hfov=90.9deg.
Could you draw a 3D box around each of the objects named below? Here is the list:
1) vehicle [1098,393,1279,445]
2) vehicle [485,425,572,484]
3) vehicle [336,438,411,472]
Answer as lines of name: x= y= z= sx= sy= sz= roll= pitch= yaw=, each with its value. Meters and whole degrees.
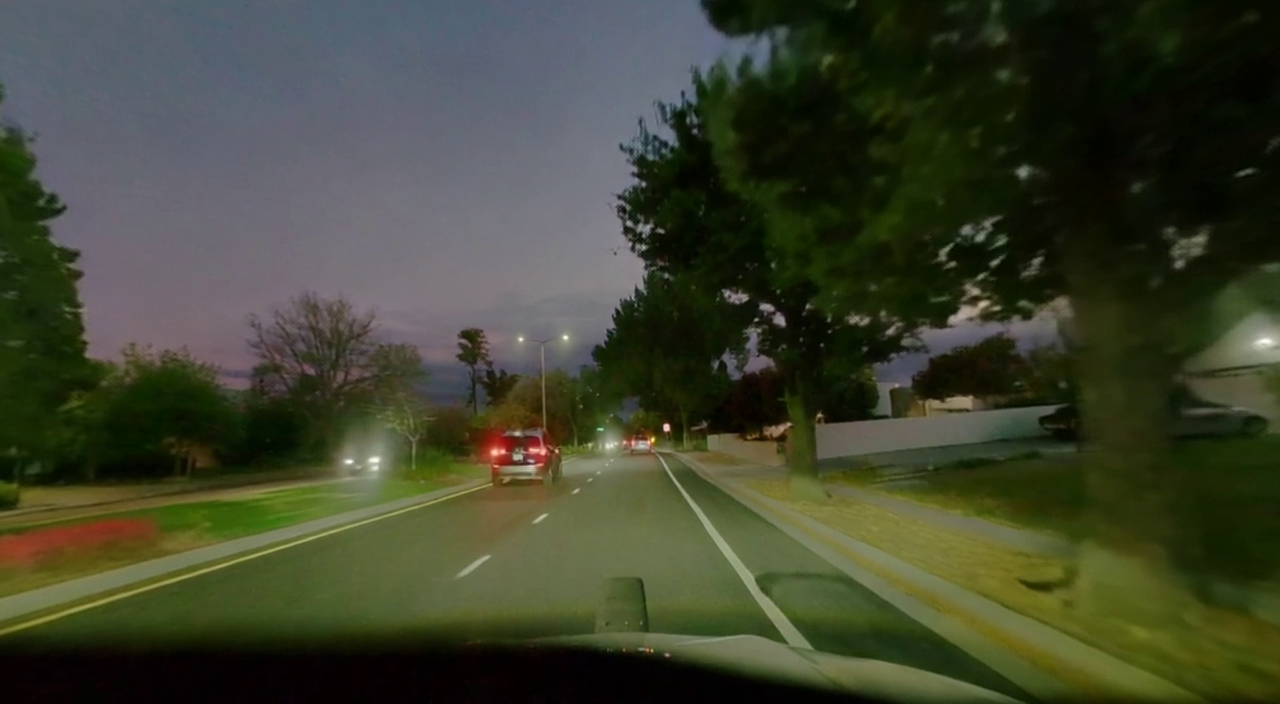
vehicle: x=17.745 y=2.293 z=20.778 sx=1.939 sy=1.477 sz=5.129 roll=-1 pitch=-8 yaw=7
vehicle: x=-3.633 y=3.440 z=21.386 sx=2.073 sy=1.770 sz=4.302 roll=0 pitch=-8 yaw=1
vehicle: x=-15.312 y=5.945 z=36.600 sx=2.008 sy=1.801 sz=5.285 roll=0 pitch=-8 yaw=0
